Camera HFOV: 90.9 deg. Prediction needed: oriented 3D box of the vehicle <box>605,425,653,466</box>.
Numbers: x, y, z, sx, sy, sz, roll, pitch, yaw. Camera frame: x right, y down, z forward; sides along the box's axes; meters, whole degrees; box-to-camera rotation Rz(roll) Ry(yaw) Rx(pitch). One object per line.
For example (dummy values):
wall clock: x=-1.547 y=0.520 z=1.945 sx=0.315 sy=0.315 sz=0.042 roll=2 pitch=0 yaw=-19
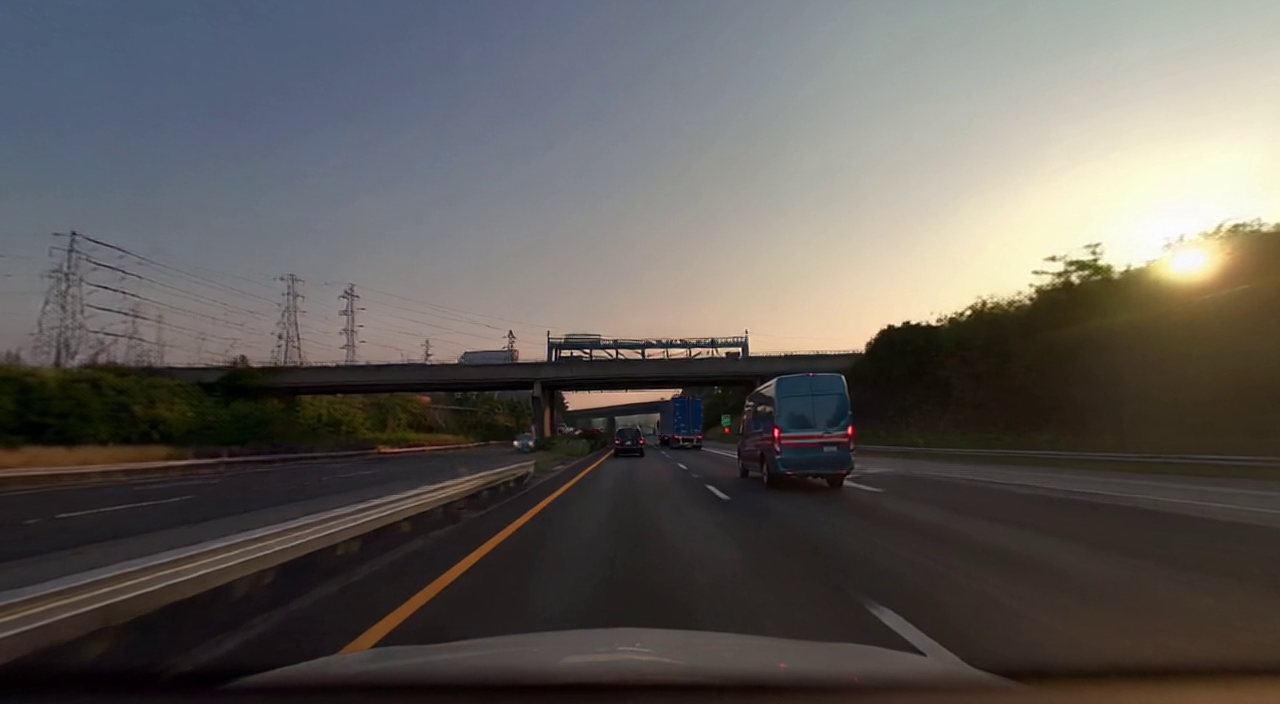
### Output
vehicle: x=-0.519 y=4.350 z=29.543 sx=2.073 sy=1.750 sz=4.116 roll=0 pitch=-8 yaw=-1

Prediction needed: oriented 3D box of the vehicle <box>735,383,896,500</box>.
vehicle: x=4.193 y=2.290 z=16.309 sx=2.387 sy=2.506 sz=5.374 roll=0 pitch=-8 yaw=-3
